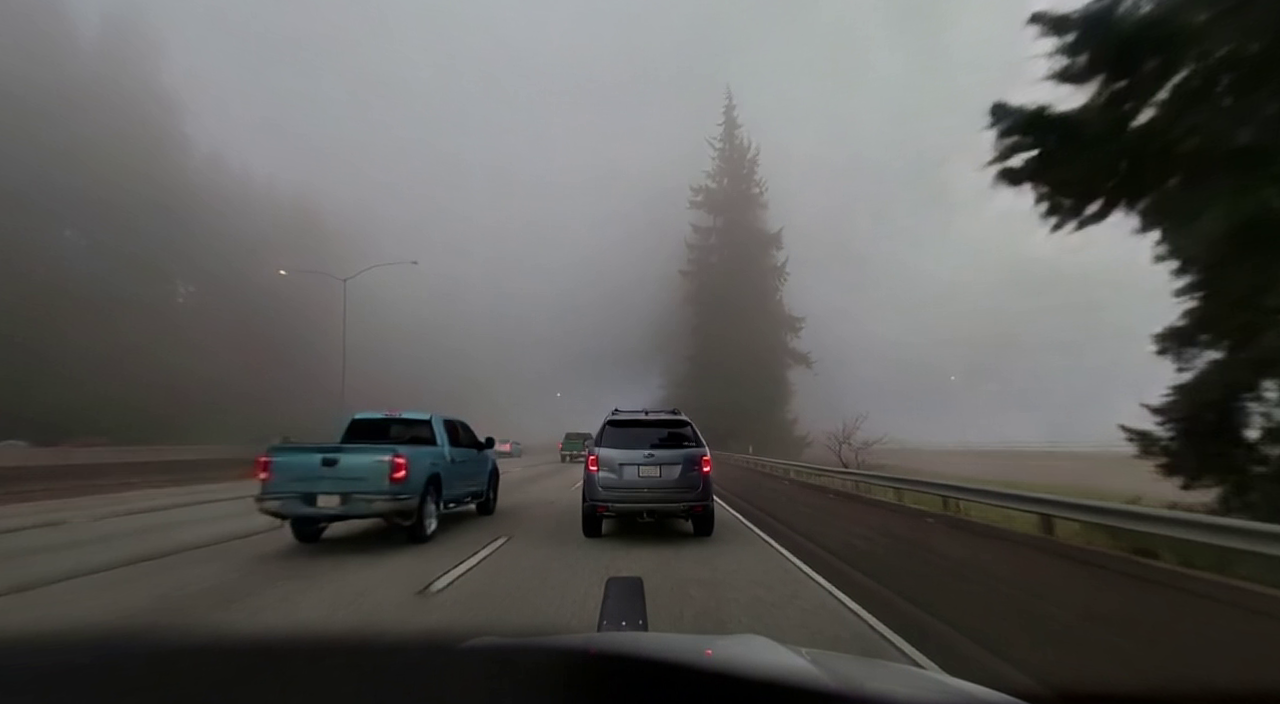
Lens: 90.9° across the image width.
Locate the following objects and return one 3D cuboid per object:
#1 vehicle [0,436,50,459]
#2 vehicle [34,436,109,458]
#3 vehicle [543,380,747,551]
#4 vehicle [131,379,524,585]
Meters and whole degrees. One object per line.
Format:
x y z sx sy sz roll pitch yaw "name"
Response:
-40.846 6.204 40.992 1.512 1.377 3.423 0 -8 2 "vehicle"
-36.905 6.171 41.043 1.643 1.386 3.351 0 -9 2 "vehicle"
0.053 1.698 9.908 2.395 2.013 4.734 0 -9 0 "vehicle"
-3.341 1.607 8.706 2.235 1.826 6.106 0 -9 1 "vehicle"
